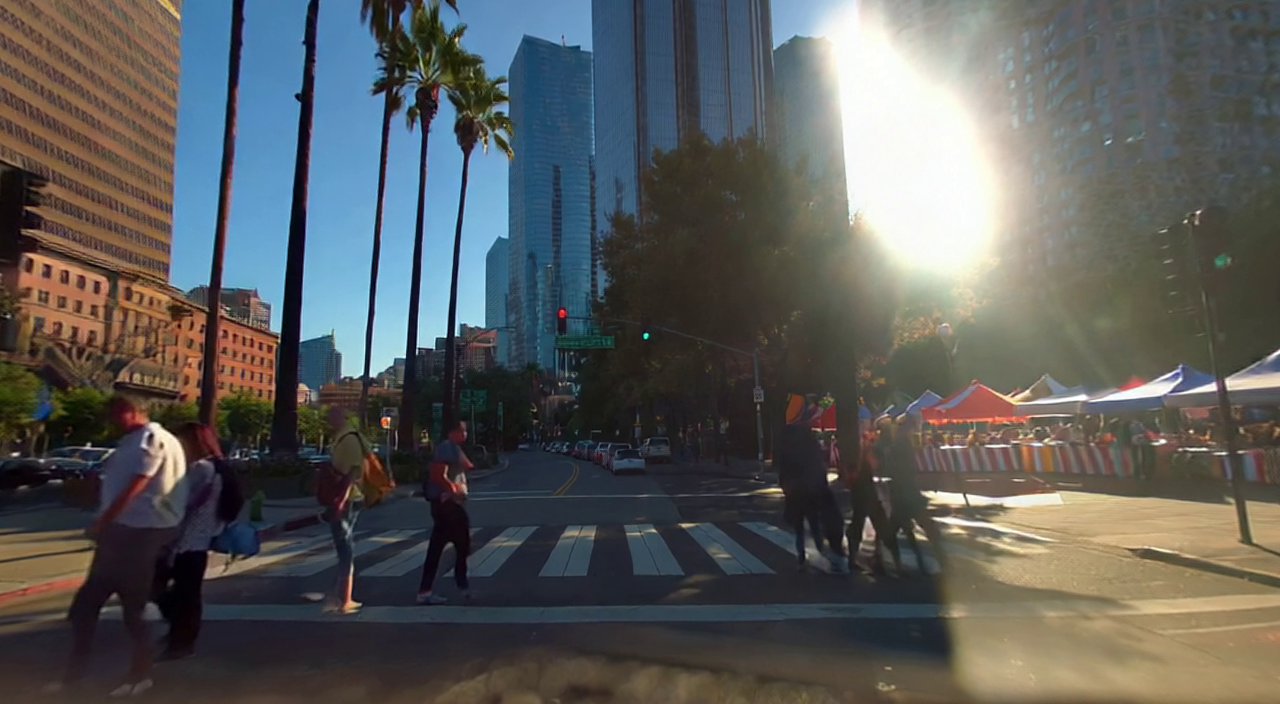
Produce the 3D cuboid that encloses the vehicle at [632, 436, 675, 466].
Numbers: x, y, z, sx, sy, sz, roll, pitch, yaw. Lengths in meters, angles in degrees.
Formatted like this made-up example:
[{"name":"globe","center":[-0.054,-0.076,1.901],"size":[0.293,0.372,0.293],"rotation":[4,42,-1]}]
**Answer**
[{"name":"vehicle","center":[0.910,7.291,46.672],"size":[2.322,2.071,5.366],"rotation":[1,-9,-9]}]
